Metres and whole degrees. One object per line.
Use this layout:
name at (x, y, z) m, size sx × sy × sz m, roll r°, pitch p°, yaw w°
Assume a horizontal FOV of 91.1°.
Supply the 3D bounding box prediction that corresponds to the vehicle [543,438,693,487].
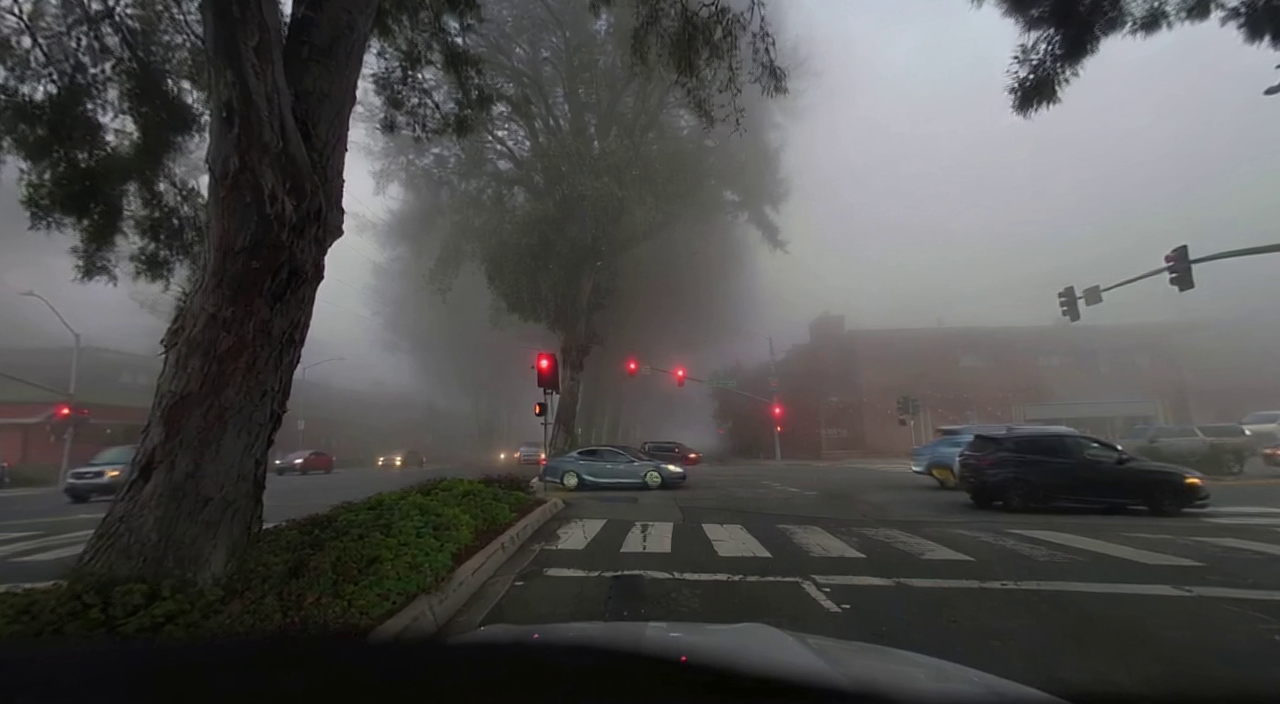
vehicle at (-0.794, 3.656, 21.103) m, size 4.719 × 1.449 × 2.026 m, roll -6°, pitch -10°, yaw 34°

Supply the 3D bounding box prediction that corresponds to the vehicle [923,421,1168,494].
vehicle at (10.068, 2.661, 16.025) m, size 4.759 × 1.670 × 1.972 m, roll -1°, pitch -9°, yaw 9°

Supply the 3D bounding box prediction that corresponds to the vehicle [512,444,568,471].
vehicle at (-6.010, 6.202, 37.214) m, size 2.006 × 1.515 × 5.017 m, roll 4°, pitch -9°, yaw -24°

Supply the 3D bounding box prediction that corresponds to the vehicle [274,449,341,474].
vehicle at (-21.781, 7.175, 41.343) m, size 1.853 × 1.456 × 4.531 m, roll 0°, pitch -8°, yaw 0°

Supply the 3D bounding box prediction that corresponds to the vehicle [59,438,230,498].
vehicle at (-15.651, 3.646, 20.214) m, size 1.944 × 1.683 × 4.343 m, roll 0°, pitch -8°, yaw -1°

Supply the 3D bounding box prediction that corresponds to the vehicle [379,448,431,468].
vehicle at (-18.516, 8.358, 49.761) m, size 2.203 × 1.471 × 4.723 m, roll 0°, pitch -8°, yaw 1°

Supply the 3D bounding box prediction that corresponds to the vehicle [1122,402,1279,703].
vehicle at (3.093, 0.656, 0.425) m, size 1.990 × 1.454 × 4.490 m, roll 0°, pitch -8°, yaw 1°
